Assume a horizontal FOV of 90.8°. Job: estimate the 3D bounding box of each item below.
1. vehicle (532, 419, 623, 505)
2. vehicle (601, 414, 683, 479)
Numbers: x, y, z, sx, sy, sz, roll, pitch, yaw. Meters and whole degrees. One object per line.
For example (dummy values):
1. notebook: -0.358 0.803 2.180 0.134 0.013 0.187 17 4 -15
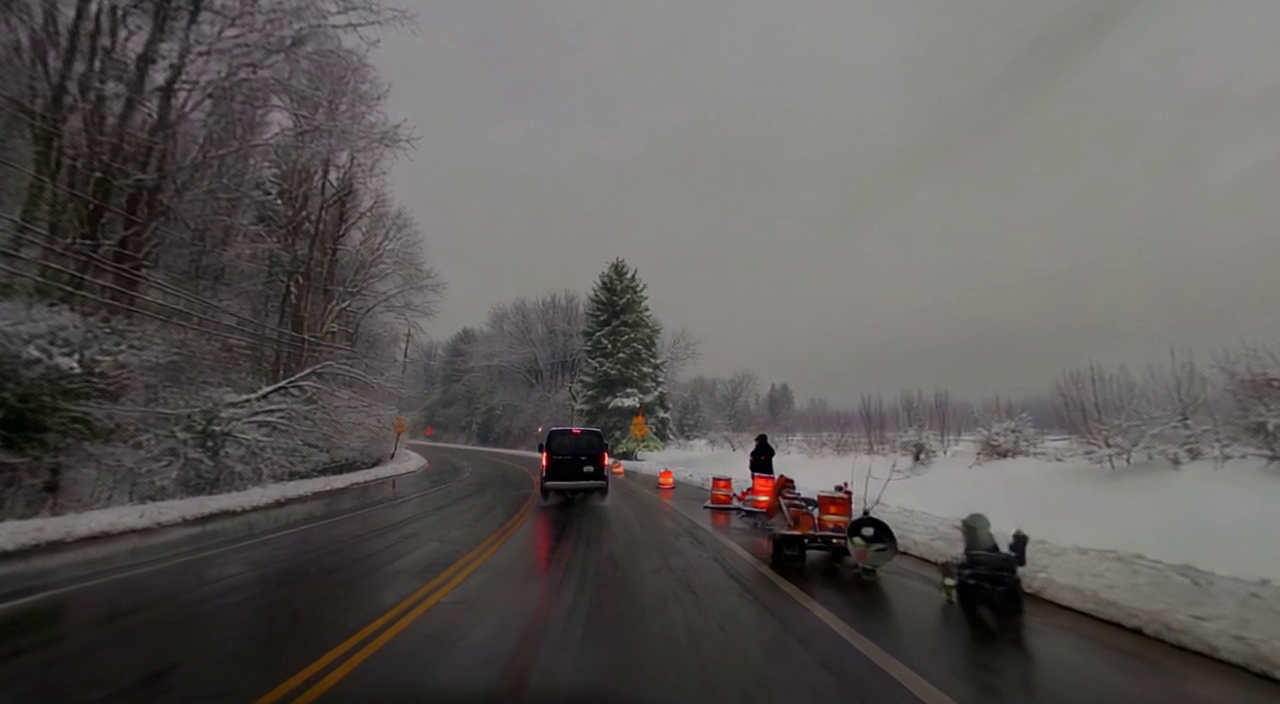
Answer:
1. vehicle: -1.966 3.252 19.069 2.362 2.223 4.892 1 -9 -8
2. vehicle: -0.151 5.459 36.864 3.126 3.310 8.534 1 -8 -11
